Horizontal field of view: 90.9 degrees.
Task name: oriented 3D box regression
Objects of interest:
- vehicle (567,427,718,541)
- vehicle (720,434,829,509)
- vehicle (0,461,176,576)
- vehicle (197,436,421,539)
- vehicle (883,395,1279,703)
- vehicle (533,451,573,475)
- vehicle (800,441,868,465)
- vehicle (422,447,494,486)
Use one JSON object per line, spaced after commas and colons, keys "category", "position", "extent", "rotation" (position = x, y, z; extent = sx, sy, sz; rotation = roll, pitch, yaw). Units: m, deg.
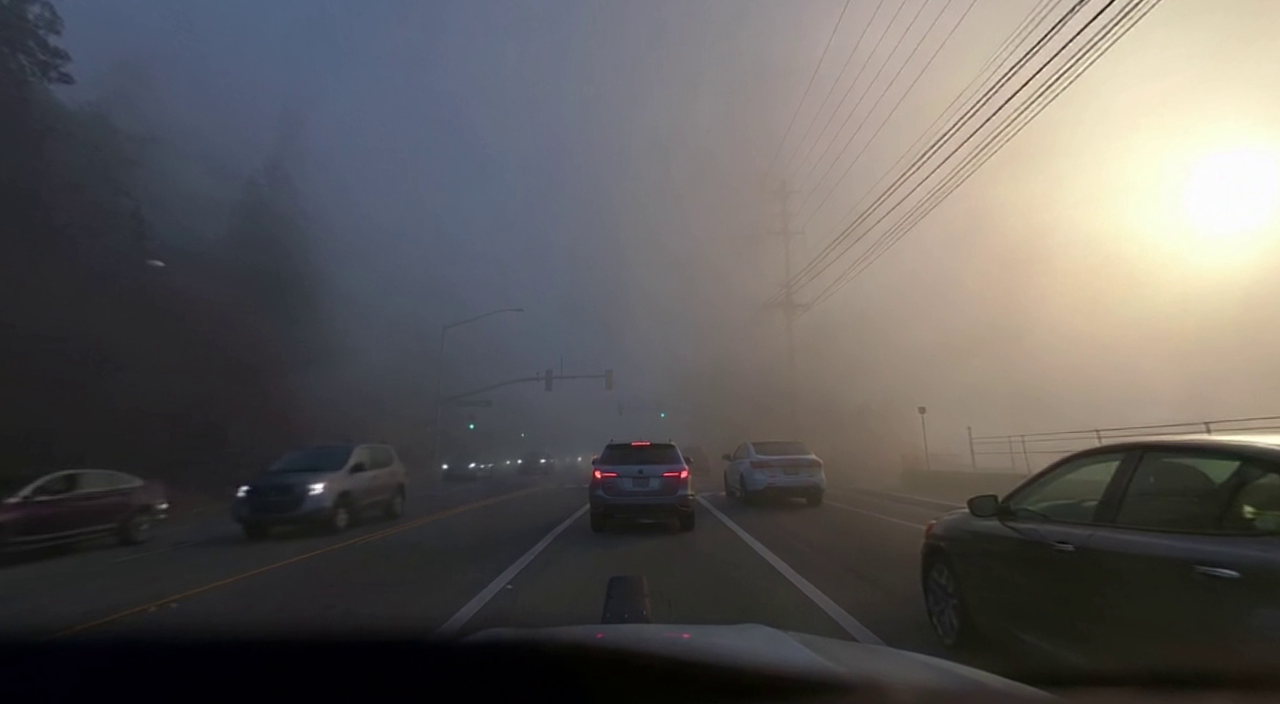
{"category": "vehicle", "position": [0.052, 2.247, 11.390], "extent": [2.200, 1.653, 4.127], "rotation": [0, -8, 1]}
{"category": "vehicle", "position": [3.319, 3.023, 16.411], "extent": [1.914, 1.698, 4.049], "rotation": [0, -8, 0]}
{"category": "vehicle", "position": [-9.511, 2.419, 9.386], "extent": [1.854, 1.459, 4.288], "rotation": [0, -8, 1]}
{"category": "vehicle", "position": [-6.419, 2.649, 13.007], "extent": [2.218, 1.722, 4.397], "rotation": [0, -8, 0]}
{"category": "vehicle", "position": [2.873, 1.008, 2.759], "extent": [1.950, 1.487, 4.275], "rotation": [0, -8, 1]}
{"category": "vehicle", "position": [-5.825, 7.439, 42.478], "extent": [1.974, 1.466, 4.427], "rotation": [-1, -8, 1]}
{"category": "vehicle", "position": [14.304, 7.449, 46.587], "extent": [4.406, 1.668, 2.041], "rotation": [3, -9, -20]}
{"category": "vehicle", "position": [-9.393, 5.938, 33.129], "extent": [2.086, 1.850, 5.349], "rotation": [-1, -8, 1]}
